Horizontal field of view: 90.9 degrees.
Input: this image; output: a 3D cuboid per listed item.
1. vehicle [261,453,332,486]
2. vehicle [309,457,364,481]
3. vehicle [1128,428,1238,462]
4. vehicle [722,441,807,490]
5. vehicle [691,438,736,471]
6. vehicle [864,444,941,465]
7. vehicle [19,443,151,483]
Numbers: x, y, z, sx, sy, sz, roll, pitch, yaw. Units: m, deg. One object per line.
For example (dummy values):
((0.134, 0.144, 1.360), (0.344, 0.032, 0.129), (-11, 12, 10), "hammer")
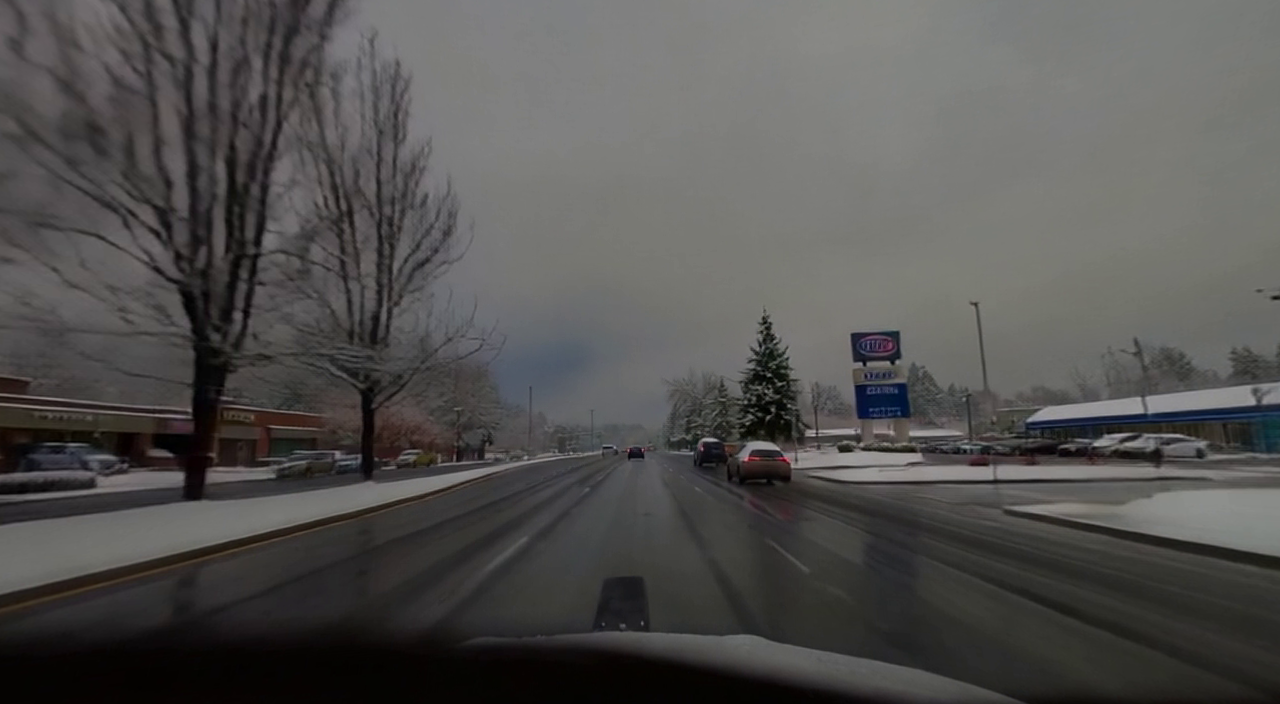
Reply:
((-22.369, 7.607, 41.304), (2.058, 1.837, 4.990), (-3, -8, -2), "vehicle")
((-22.688, 8.731, 47.371), (1.833, 1.534, 4.821), (-1, -8, -1), "vehicle")
((32.175, 5.494, 37.437), (4.463, 1.856, 2.209), (-1, -8, -1), "vehicle")
((4.085, 3.798, 21.456), (1.916, 1.459, 4.335), (0, -9, -2), "vehicle")
((4.537, 6.367, 39.451), (2.140, 1.921, 4.431), (0, -9, -2), "vehicle")
((18.458, 7.210, 44.446), (4.502, 1.459, 2.082), (0, -9, -2), "vehicle")
((-31.328, 6.245, 35.949), (2.217, 1.969, 5.932), (-1, -8, -1), "vehicle")
